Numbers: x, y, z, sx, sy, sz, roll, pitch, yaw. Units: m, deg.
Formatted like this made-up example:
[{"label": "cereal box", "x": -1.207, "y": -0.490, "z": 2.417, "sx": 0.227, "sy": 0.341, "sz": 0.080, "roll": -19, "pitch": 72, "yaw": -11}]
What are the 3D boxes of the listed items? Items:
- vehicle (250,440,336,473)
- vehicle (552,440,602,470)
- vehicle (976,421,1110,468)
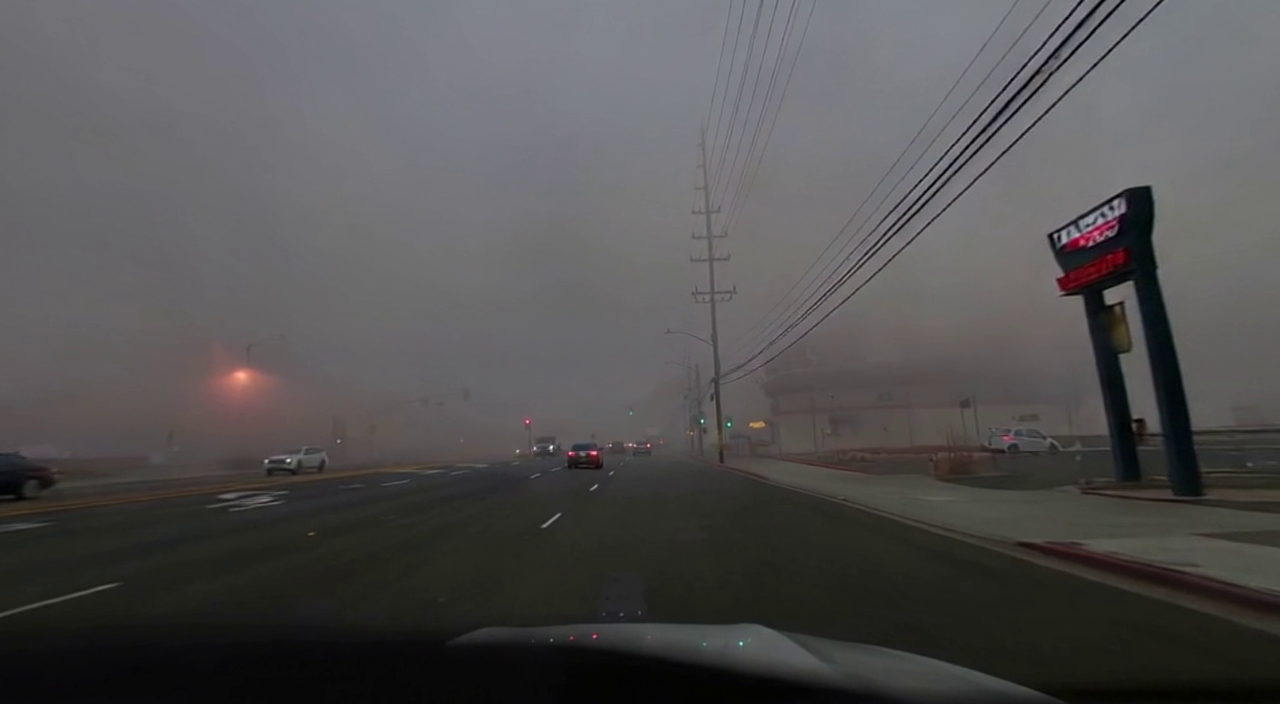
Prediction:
[{"label": "vehicle", "x": -21.076, "y": 6.364, "z": 38.676, "sx": 2.211, "sy": 1.813, "sz": 4.818, "roll": -1, "pitch": -9, "yaw": 4}, {"label": "vehicle", "x": -3.229, "y": 5.435, "z": 33.518, "sx": 2.179, "sy": 1.490, "sz": 4.742, "roll": 0, "pitch": -9, "yaw": 0}, {"label": "vehicle", "x": 14.793, "y": 3.449, "z": 23.665, "sx": 2.036, "sy": 1.520, "sz": 5.417, "roll": -1, "pitch": -8, "yaw": 7}]
